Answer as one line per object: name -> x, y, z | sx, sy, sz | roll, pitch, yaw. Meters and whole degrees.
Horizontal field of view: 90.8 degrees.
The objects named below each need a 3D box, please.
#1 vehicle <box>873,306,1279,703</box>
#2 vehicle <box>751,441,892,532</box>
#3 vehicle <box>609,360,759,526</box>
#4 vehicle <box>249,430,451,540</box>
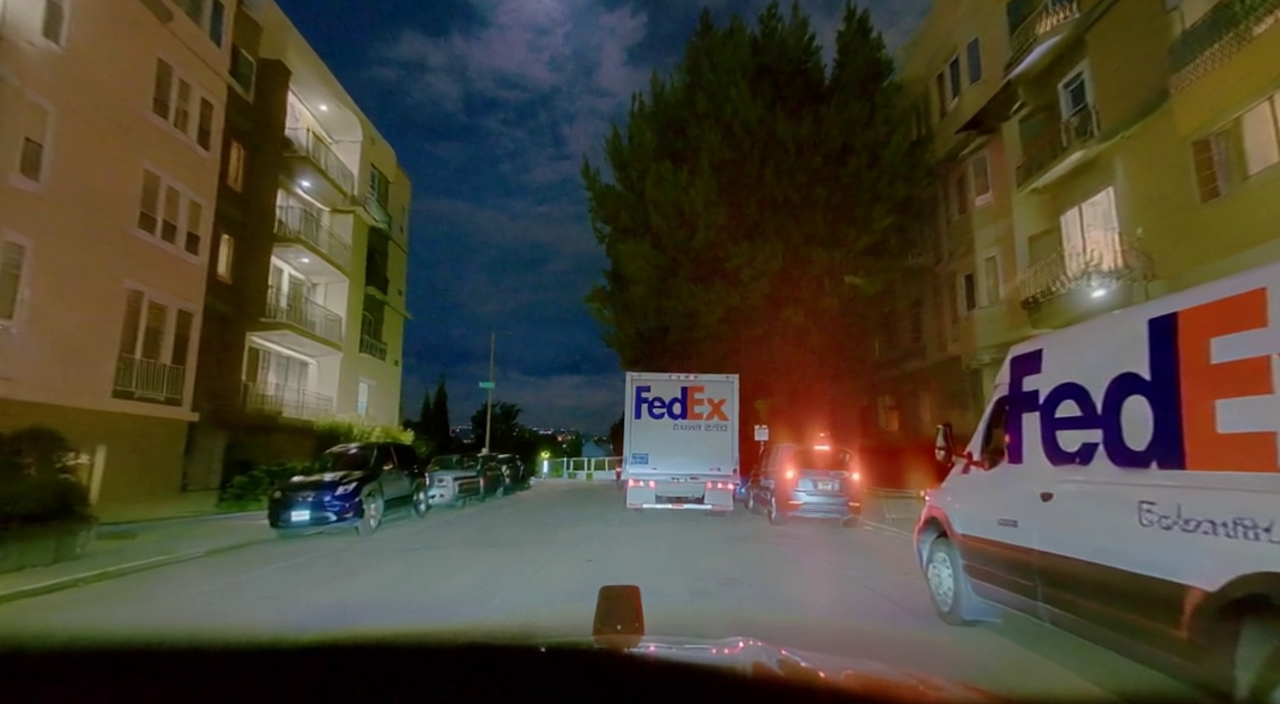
vehicle -> 3.591, 1.059, 3.964 | 2.221, 1.991, 5.564 | 0, -9, 1
vehicle -> 3.623, 2.725, 13.410 | 1.868, 1.623, 3.815 | 0, -9, 0
vehicle -> 0.814, 2.388, 16.626 | 2.930, 3.275, 8.180 | 0, -8, -1
vehicle -> -5.683, 2.633, 13.225 | 2.020, 1.867, 4.654 | 0, -8, -1
